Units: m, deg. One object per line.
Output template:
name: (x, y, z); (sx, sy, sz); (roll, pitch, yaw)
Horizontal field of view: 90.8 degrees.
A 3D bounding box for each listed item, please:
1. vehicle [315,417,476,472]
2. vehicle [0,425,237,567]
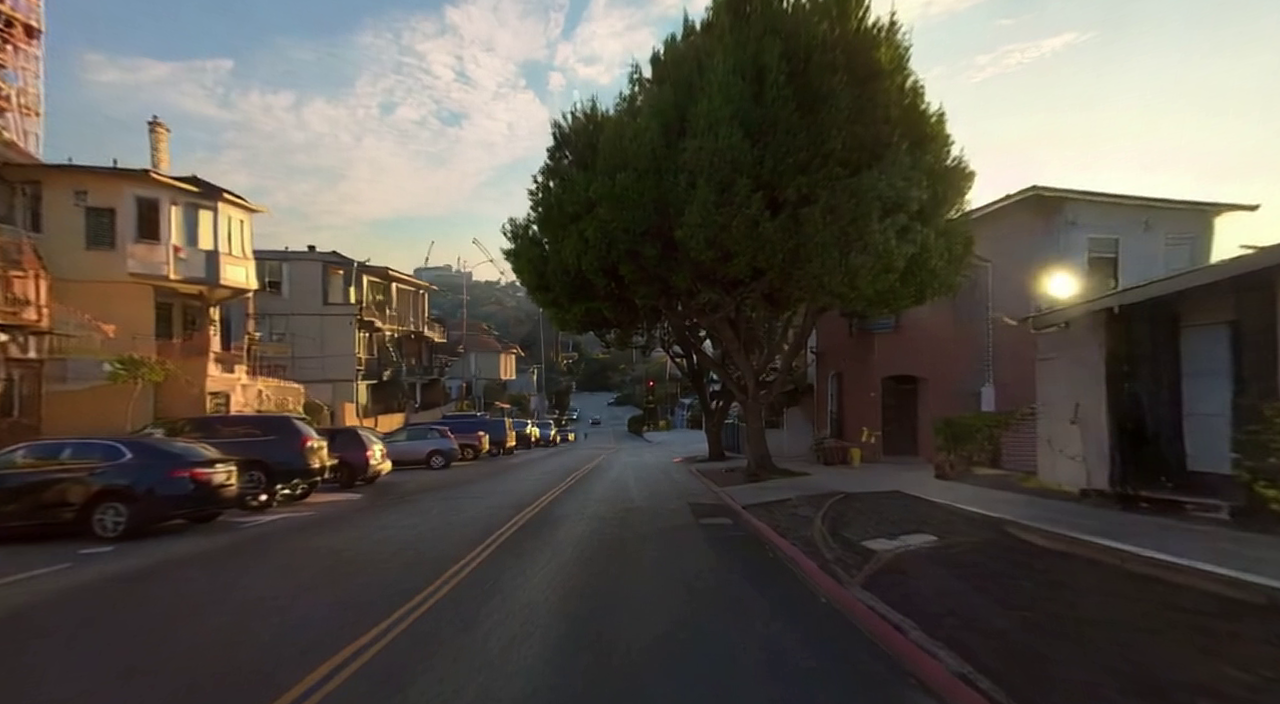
vehicle: (-8.511, 3.268, 22.367); (4.854, 1.832, 1.964); (0, -8, 1)
vehicle: (-7.425, 1.634, 7.512); (3.952, 1.459, 1.797); (0, -8, -3)
